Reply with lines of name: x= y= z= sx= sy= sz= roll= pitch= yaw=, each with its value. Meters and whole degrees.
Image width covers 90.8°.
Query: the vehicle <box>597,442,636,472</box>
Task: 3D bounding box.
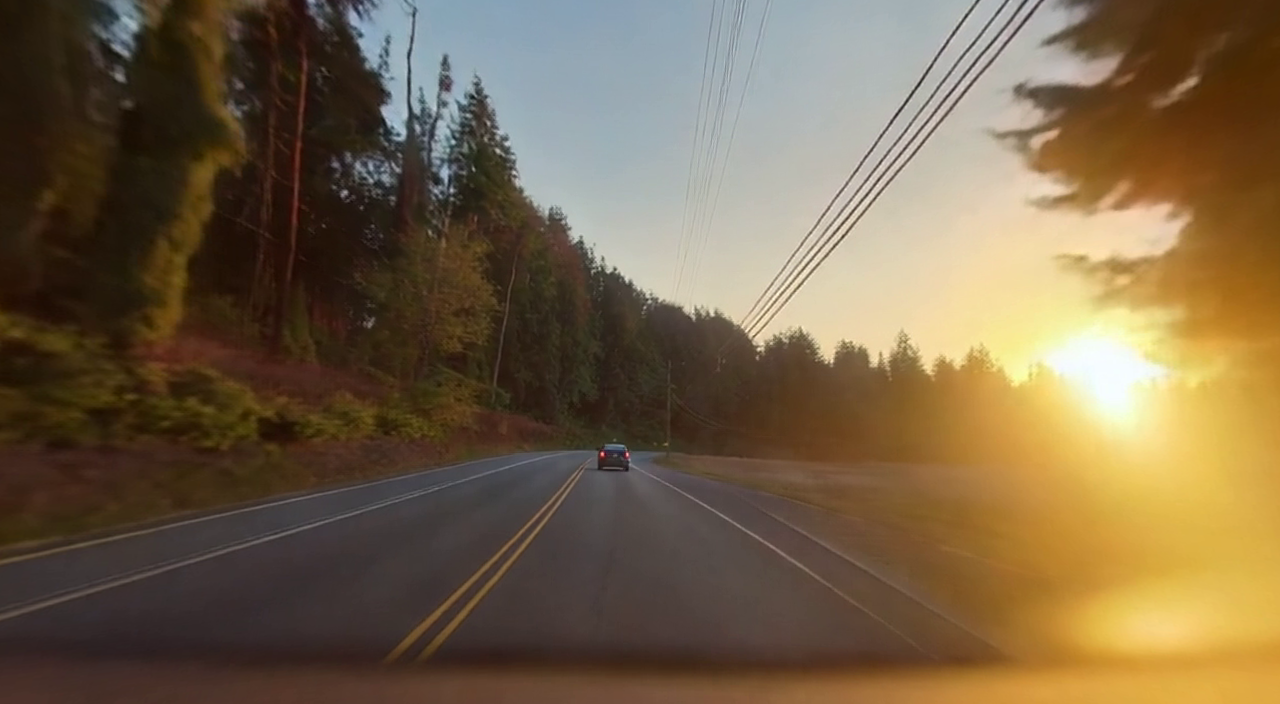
vehicle: x=-1.401 y=5.980 z=36.133 sx=2.059 sy=1.524 sz=3.963 roll=2 pitch=-9 yaw=-4
